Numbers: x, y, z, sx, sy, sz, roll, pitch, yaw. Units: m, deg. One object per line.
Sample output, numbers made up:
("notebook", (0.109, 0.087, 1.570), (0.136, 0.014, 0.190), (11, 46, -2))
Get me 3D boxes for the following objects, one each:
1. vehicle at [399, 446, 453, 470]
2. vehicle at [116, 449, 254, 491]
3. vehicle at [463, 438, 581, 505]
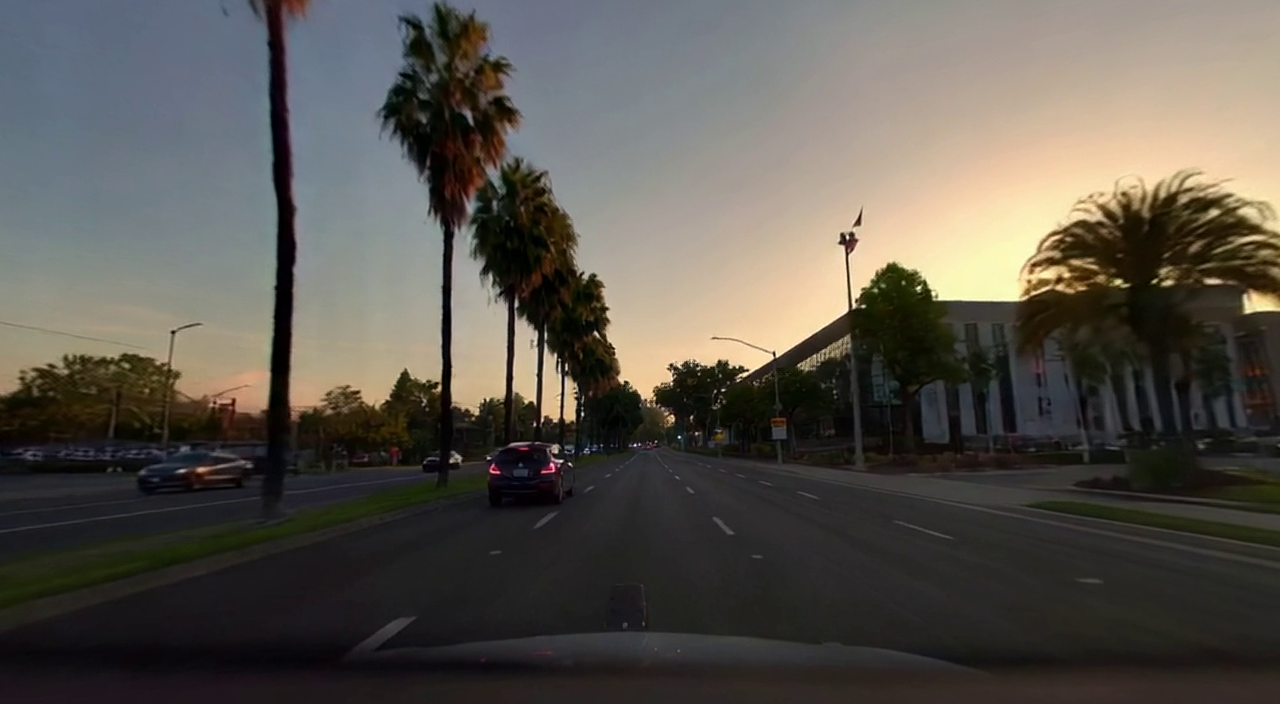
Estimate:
("vehicle", (-14.626, 7.247, 43.398), (1.948, 1.491, 4.723), (0, -8, 1))
("vehicle", (-18.208, 4.708, 25.584), (1.993, 1.466, 4.731), (0, -8, 1))
("vehicle", (-2.963, 3.121, 17.041), (2.162, 1.549, 4.795), (0, -8, 1))
